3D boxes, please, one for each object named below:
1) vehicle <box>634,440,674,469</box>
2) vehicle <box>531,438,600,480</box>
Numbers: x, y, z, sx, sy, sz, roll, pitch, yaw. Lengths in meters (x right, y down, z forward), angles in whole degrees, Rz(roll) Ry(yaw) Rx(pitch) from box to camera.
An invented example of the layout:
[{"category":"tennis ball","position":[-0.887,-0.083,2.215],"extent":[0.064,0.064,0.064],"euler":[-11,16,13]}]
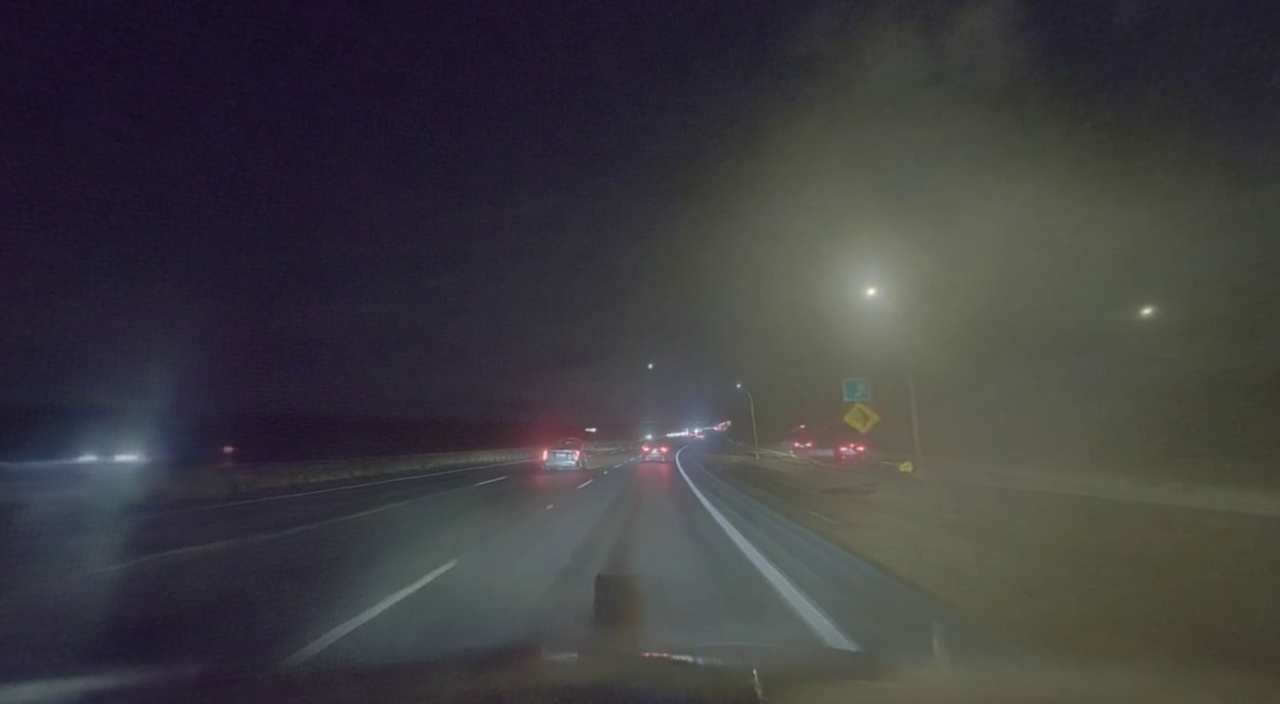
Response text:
[{"category":"vehicle","position":[0.845,5.824,35.911],"extent":[2.129,1.502,4.321],"euler":[-1,-9,3]},{"category":"vehicle","position":[-2.990,4.421,26.263],"extent":[2.129,1.563,4.387],"euler":[-1,-9,3]}]
